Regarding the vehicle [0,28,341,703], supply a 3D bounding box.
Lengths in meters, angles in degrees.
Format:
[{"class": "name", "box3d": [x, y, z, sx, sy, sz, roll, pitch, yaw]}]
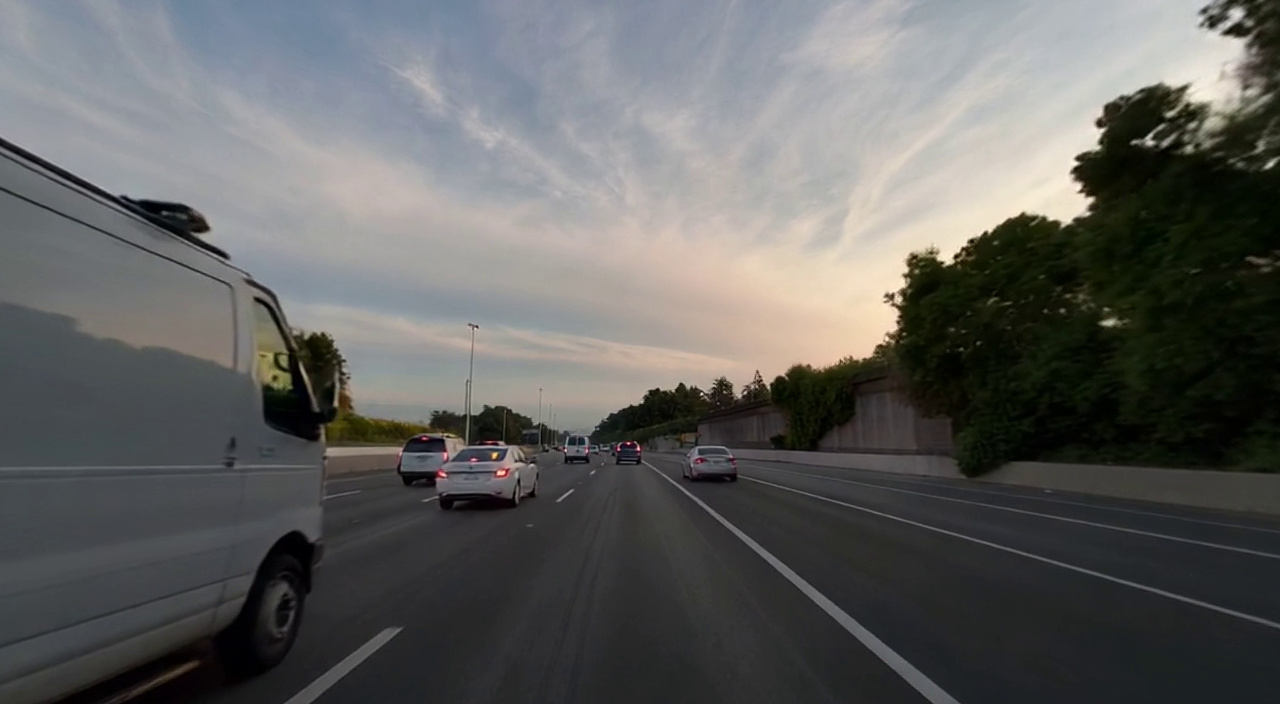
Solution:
[{"class": "vehicle", "box3d": [-3.116, 0.162, 0.889, 2.383, 2.543, 5.904, 0, -9, 1]}]

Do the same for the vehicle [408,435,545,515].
[{"class": "vehicle", "box3d": [-3.470, 2.694, 14.258, 1.963, 1.507, 4.172, 0, -9, 0]}]

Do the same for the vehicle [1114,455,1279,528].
[{"class": "vehicle", "box3d": [14.164, 3.265, 15.258, 1.846, 1.471, 4.423, 1, -9, -1]}]

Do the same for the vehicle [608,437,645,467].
[{"class": "vehicle", "box3d": [-0.865, 6.437, 40.453, 2.207, 1.807, 4.199, 0, -9, -1]}]

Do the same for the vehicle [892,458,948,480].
[{"class": "vehicle", "box3d": [20.259, 8.482, 45.803, 1.896, 1.474, 4.502, 0, -9, -2]}]

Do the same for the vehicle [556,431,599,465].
[{"class": "vehicle", "box3d": [-4.340, 6.798, 44.578, 2.504, 2.276, 5.933, 0, -9, -1]}]

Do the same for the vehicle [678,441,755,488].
[{"class": "vehicle", "box3d": [2.654, 4.047, 22.996, 2.127, 1.513, 4.501, 0, -9, -2]}]
